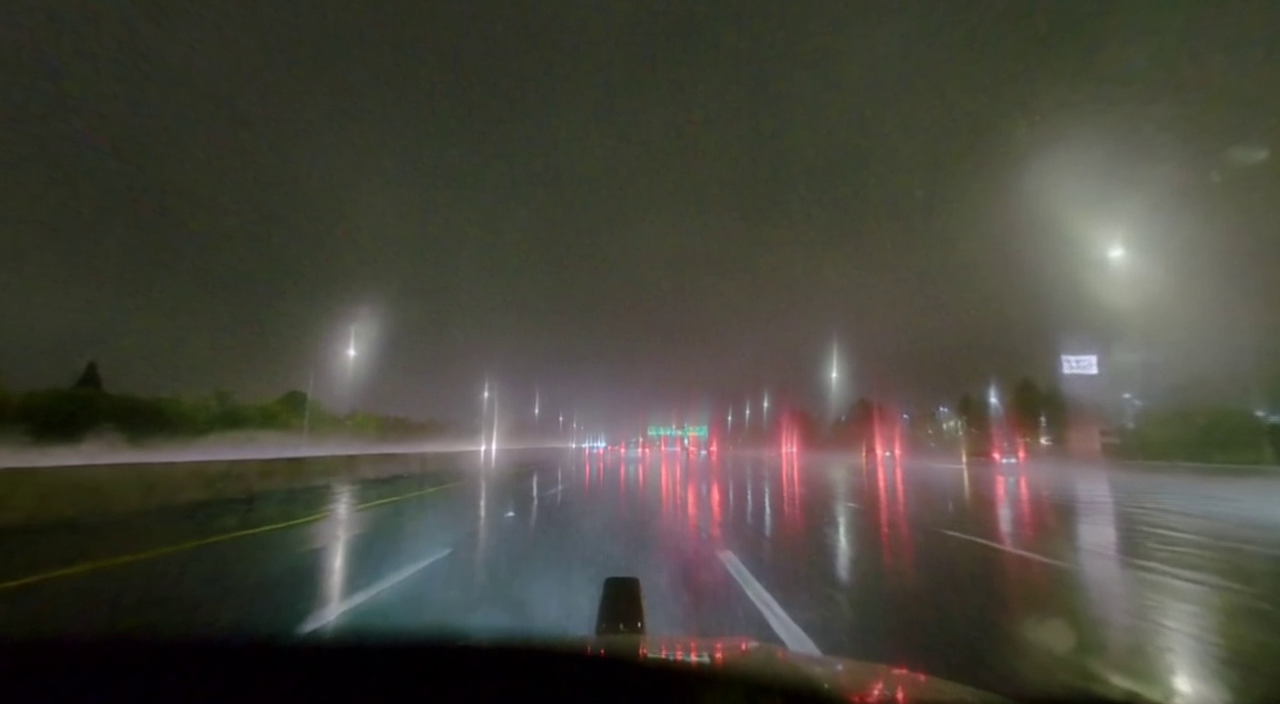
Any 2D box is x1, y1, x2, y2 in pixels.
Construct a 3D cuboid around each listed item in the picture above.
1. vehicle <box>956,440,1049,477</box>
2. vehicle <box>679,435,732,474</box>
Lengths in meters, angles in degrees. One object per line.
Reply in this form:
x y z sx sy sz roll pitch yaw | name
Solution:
18.658 5.481 32.697 2.116 1.754 4.727 0 -8 2 | vehicle
3.197 5.158 31.821 2.147 1.794 4.538 1 -8 0 | vehicle
